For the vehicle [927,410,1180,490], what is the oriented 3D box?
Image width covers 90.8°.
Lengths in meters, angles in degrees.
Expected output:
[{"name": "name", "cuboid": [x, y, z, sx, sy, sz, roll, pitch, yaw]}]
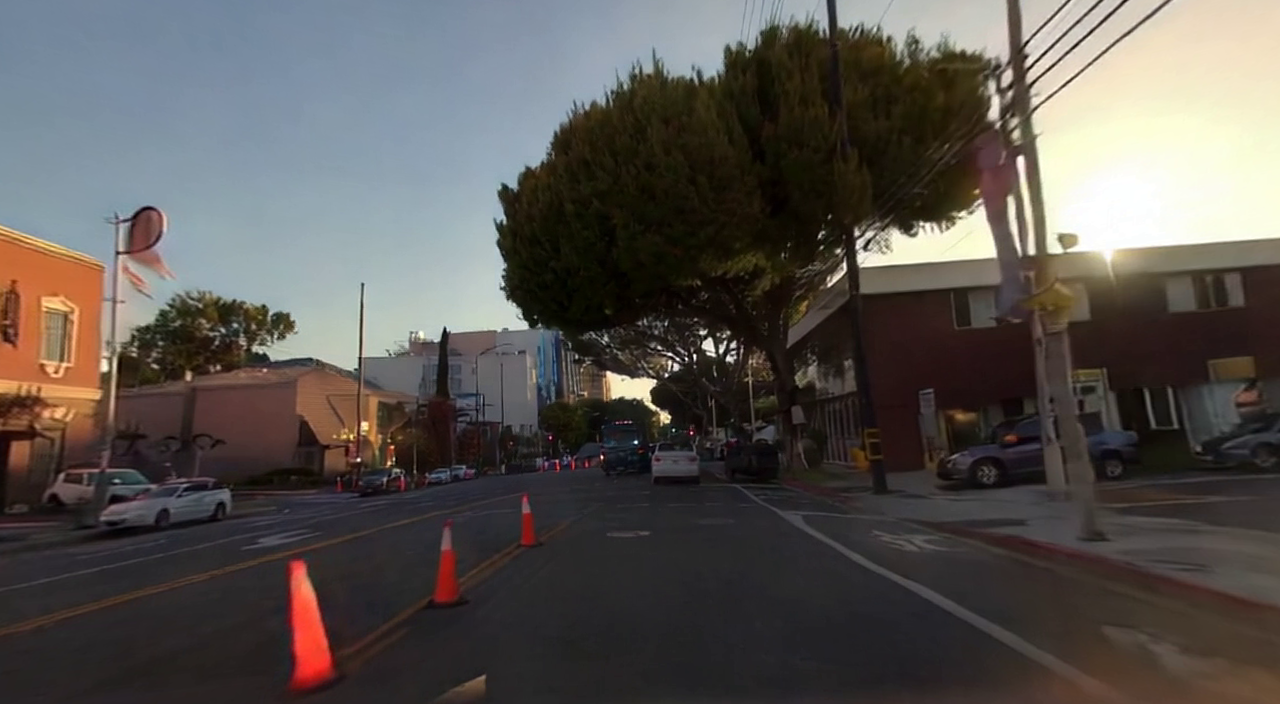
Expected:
[{"name": "vehicle", "cuboid": [10.475, 2.529, 16.378, 4.859, 1.914, 2.333, 0, -9, 0]}]

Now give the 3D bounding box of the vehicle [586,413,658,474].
[{"name": "vehicle", "cuboid": [-0.821, 5.891, 40.451, 2.977, 3.271, 12.748, -1, -8, 6]}]

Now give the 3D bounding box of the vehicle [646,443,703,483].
[{"name": "vehicle", "cuboid": [1.332, 4.534, 26.048, 2.159, 1.506, 4.086, 0, -8, 1]}]

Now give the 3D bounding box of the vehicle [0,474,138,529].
[{"name": "vehicle", "cuboid": [-19.379, 4.749, 20.276, 4.696, 1.513, 2.243, -1, -9, 3]}]

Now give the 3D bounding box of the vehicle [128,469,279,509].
[{"name": "vehicle", "cuboid": [-18.376, 5.773, 26.749, 4.952, 1.510, 2.115, -1, -8, 5]}]

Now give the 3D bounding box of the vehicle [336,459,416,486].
[{"name": "vehicle", "cuboid": [-17.468, 7.971, 41.868, 4.397, 1.698, 1.932, -1, -9, 7]}]
